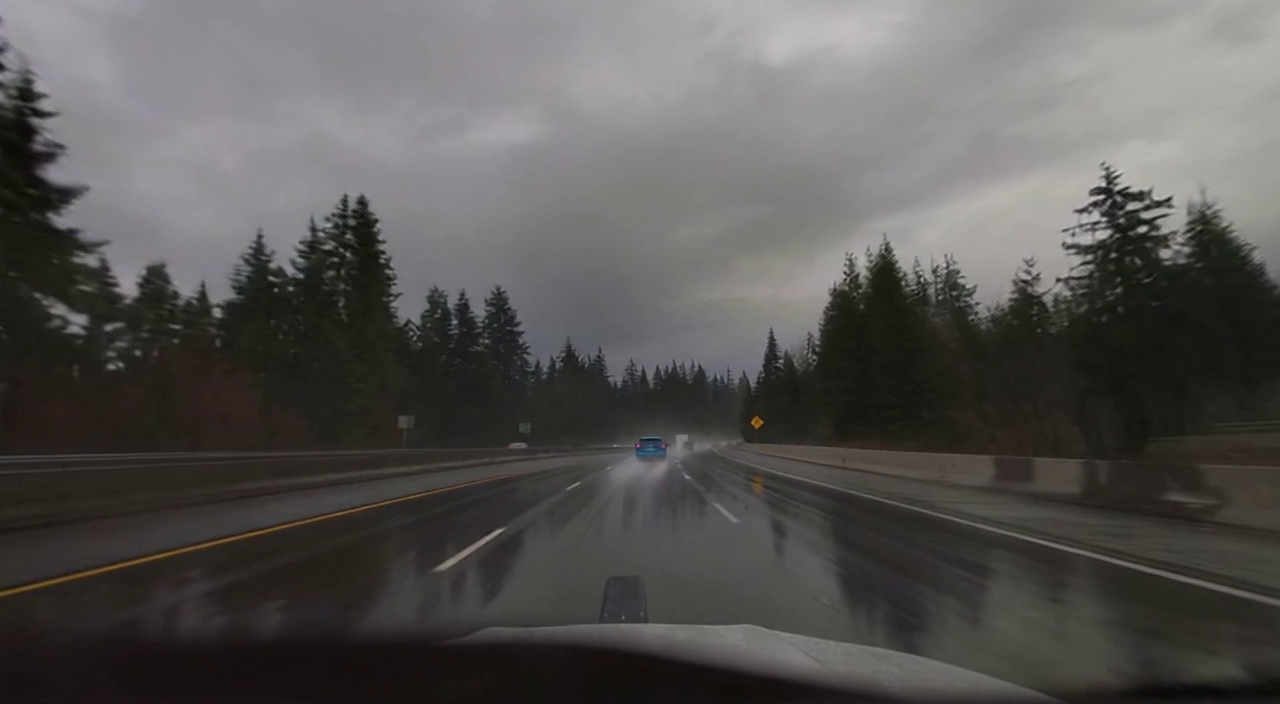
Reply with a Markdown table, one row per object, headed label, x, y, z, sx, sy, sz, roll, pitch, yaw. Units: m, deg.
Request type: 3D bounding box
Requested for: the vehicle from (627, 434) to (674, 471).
| label | x | y | z | sx | sy | sz | roll | pitch | yaw |
| --- | --- | --- | --- | --- | --- | --- | --- | --- | --- |
| vehicle | 0.502 | 4.913 | 30.825 | 2.133 | 1.686 | 4.203 | 0 | -8 | 1 |
